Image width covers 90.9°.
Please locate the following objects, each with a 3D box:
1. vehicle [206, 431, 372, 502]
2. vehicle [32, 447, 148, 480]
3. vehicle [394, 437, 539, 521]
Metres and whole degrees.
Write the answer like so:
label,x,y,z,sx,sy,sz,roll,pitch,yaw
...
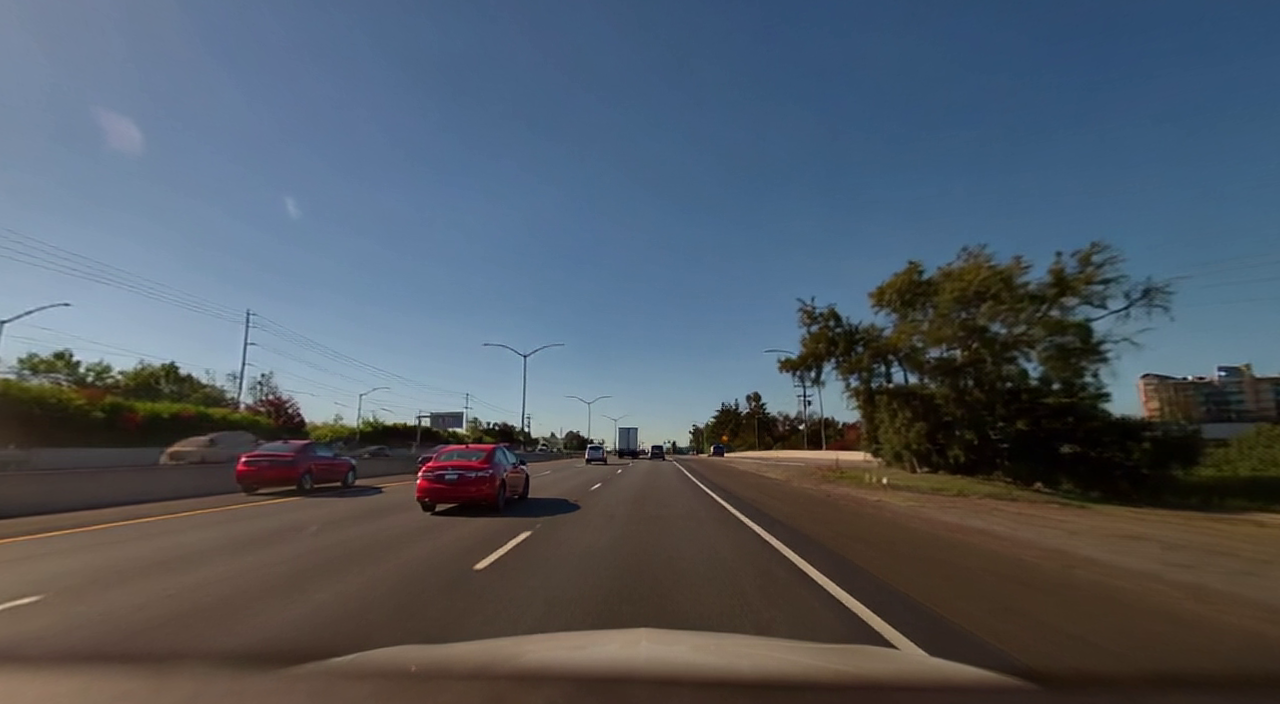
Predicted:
label,x,y,z,sx,sy,sz,roll,pitch,yaw
vehicle,-10.328,3.388,19.175,2.044,1.810,5.016,-1,-8,2
vehicle,-28.222,5.698,32.571,1.876,1.564,4.457,-1,-8,1
vehicle,-3.498,2.603,13.481,1.953,1.511,3.704,-1,-8,1
